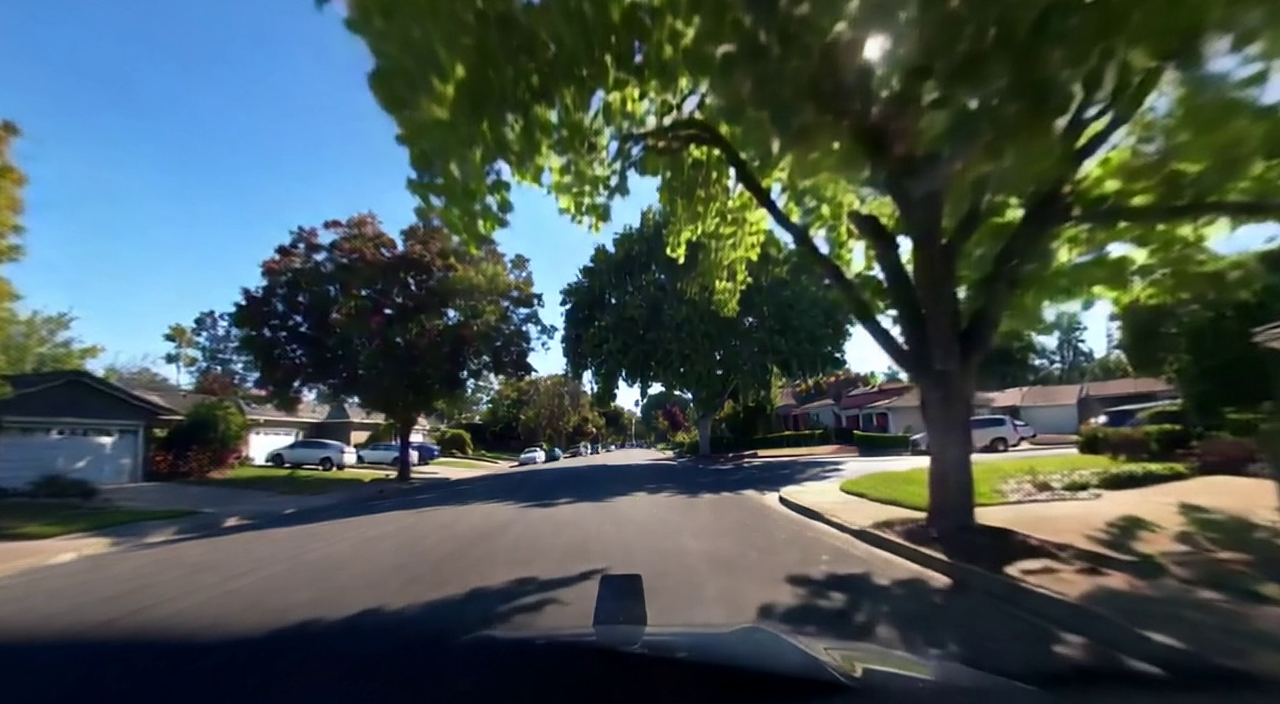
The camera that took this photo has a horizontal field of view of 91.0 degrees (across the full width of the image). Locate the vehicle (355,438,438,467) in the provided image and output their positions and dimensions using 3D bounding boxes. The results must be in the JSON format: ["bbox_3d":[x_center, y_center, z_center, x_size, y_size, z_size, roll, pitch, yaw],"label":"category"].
[{"bbox_3d":[-16.068,6.658,41.724,4.683,1.849,2.044,1,-9,-4],"label":"vehicle"}]

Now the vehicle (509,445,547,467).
[{"bbox_3d":[-8.231,7.667,46.749,2.040,1.525,5.212,0,-9,-2],"label":"vehicle"}]
